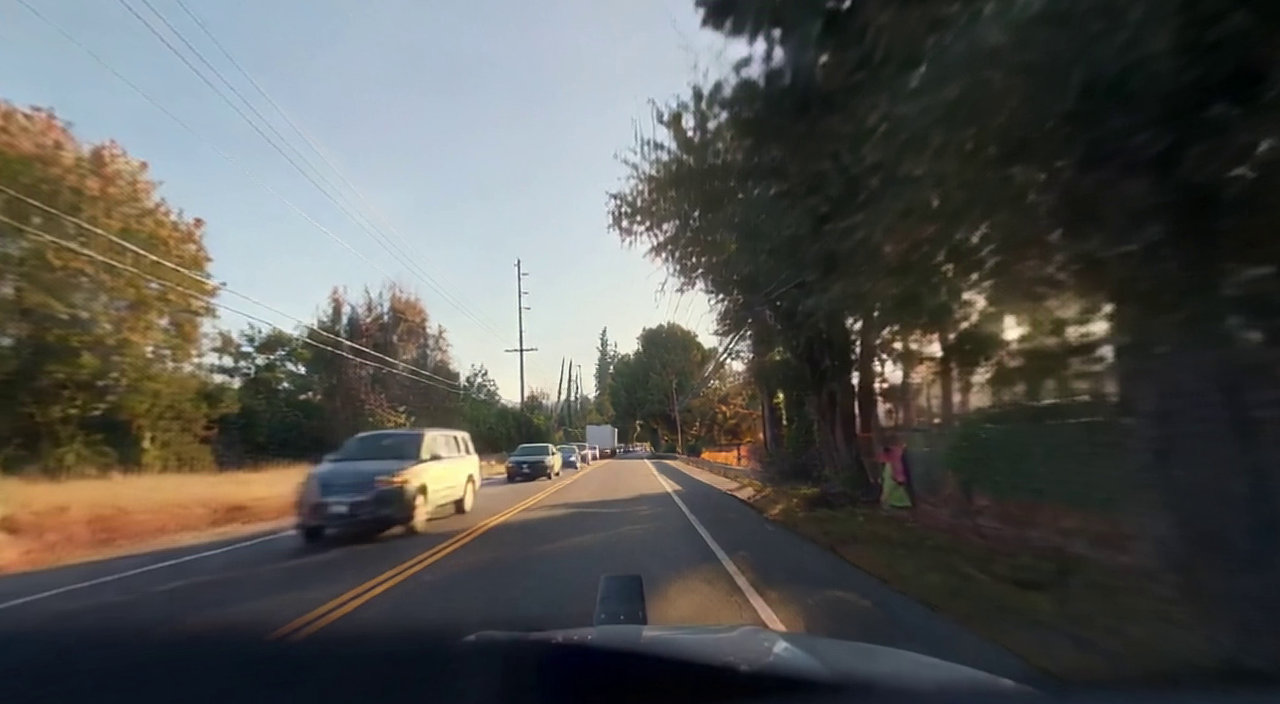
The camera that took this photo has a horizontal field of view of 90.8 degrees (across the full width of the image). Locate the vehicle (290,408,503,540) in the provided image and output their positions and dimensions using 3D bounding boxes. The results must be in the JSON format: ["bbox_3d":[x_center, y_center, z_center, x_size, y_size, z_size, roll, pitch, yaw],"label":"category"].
[{"bbox_3d":[-4.654,2.376,13.193,2.549,2.028,5.180,-3,-7,-2],"label":"vehicle"}]

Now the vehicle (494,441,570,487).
[{"bbox_3d":[-4.517,4.734,27.189,2.284,1.634,4.756,-3,-8,1],"label":"vehicle"}]
